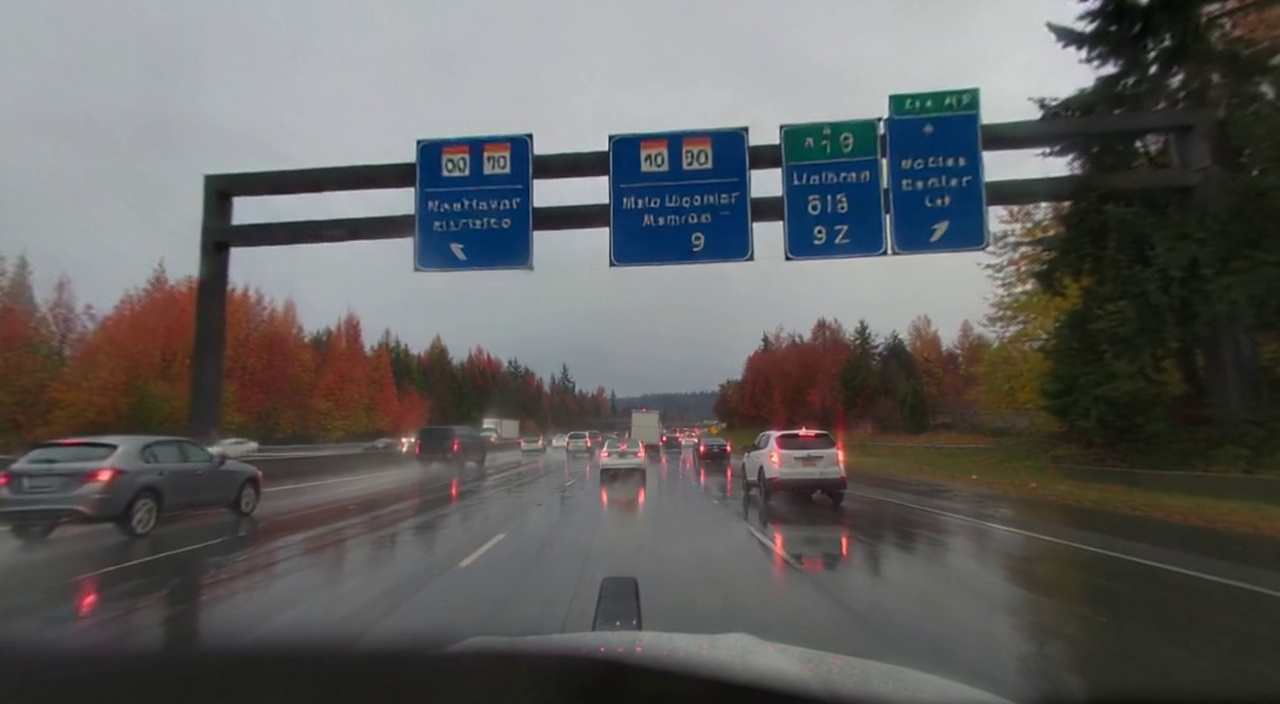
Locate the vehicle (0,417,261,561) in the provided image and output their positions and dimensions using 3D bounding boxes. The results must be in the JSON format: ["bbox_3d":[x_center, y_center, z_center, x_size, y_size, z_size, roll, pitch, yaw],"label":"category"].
[{"bbox_3d":[-7.489,1.740,8.749,1.934,1.526,3.966,0,-8,0],"label":"vehicle"}]

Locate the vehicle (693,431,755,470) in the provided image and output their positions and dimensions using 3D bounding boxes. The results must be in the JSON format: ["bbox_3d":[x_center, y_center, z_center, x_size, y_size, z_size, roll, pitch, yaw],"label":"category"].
[{"bbox_3d":[3.447,4.158,26.765,1.972,1.516,4.514,0,-8,-1],"label":"vehicle"}]

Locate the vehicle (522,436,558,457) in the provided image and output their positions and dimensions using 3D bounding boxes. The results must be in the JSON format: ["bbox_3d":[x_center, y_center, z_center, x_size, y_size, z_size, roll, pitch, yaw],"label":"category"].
[{"bbox_3d":[-7.147,6.776,45.346,1.896,1.429,4.348,0,-8,0],"label":"vehicle"}]

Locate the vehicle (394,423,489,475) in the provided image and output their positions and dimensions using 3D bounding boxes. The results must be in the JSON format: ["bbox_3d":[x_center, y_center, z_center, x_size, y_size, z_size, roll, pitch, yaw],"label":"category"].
[{"bbox_3d":[-7.533,3.728,24.437,2.117,1.779,4.745,0,-8,1],"label":"vehicle"}]

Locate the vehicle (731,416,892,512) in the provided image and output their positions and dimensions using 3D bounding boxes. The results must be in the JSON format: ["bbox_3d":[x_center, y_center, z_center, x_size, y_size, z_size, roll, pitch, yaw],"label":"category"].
[{"bbox_3d":[3.327,2.263,13.250,2.095,1.650,4.331,0,-8,-1],"label":"vehicle"}]

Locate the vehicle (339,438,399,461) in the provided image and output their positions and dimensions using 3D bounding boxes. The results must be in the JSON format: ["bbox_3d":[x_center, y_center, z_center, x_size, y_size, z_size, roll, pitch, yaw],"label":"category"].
[{"bbox_3d":[-19.013,6.851,44.338,1.995,1.529,5.004,0,-8,0],"label":"vehicle"}]

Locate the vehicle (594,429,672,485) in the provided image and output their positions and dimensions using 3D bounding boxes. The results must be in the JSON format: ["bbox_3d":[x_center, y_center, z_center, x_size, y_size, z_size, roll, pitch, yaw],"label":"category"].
[{"bbox_3d":[-0.208,3.138,19.177,2.111,1.494,4.364,0,-8,0],"label":"vehicle"}]

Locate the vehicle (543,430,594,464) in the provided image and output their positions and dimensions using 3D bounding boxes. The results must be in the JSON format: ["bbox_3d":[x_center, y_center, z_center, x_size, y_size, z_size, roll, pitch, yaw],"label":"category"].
[{"bbox_3d":[-3.626,4.928,32.801,2.064,1.672,4.277,0,-8,1],"label":"vehicle"}]
